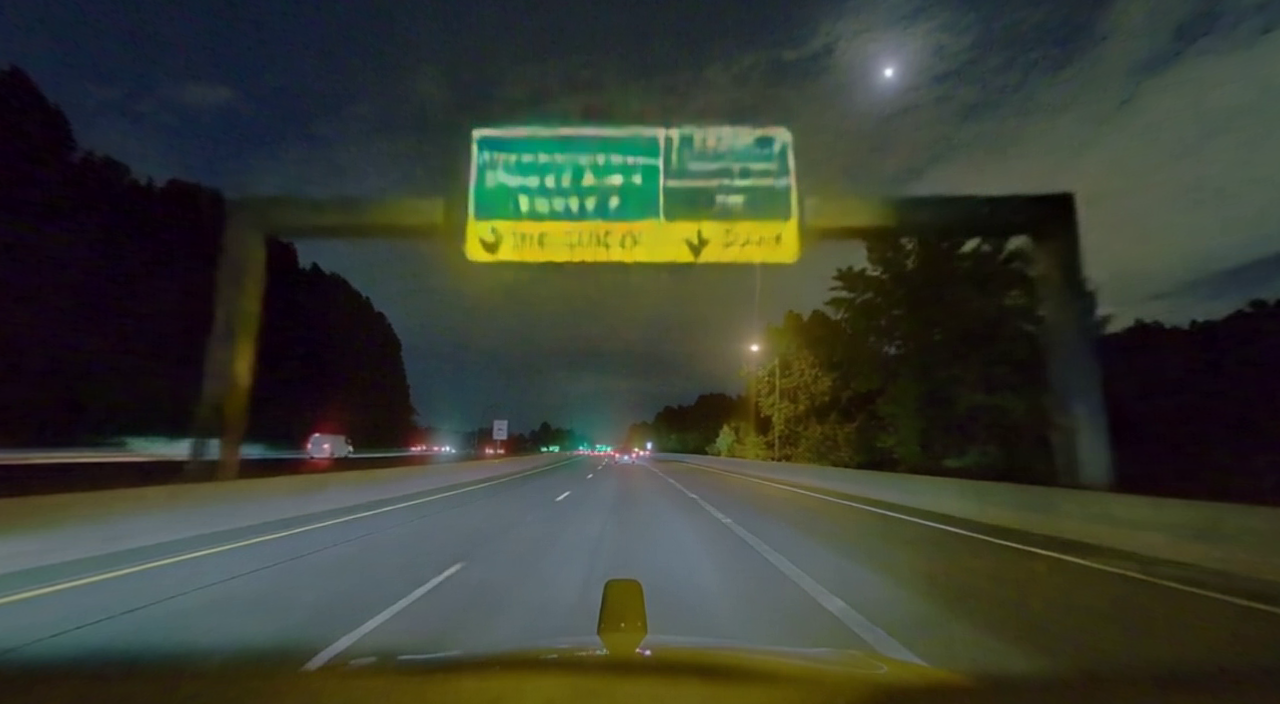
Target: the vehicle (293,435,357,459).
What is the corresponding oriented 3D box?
[{"bbox_3d":[-19.653,5.969,39.536,1.901,1.465,4.173,0,-9,-1],"label":"vehicle"}]
